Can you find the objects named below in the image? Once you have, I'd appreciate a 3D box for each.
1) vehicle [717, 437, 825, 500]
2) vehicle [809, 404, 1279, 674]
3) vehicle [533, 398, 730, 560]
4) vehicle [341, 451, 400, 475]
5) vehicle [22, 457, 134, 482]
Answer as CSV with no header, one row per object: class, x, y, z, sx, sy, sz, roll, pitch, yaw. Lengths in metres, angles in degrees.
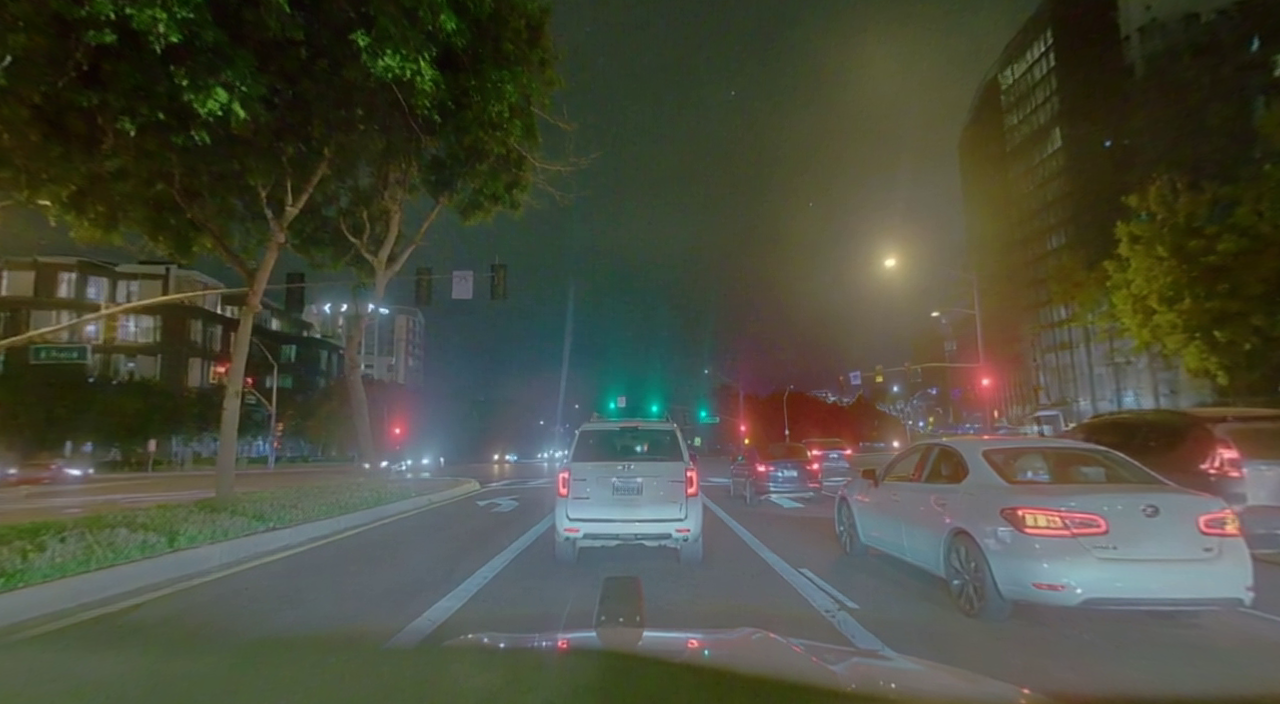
vehicle,3.505,3.195,17.742,2.004,1.523,4.263,0,-9,-2
vehicle,3.374,1.450,6.151,2.034,1.558,4.774,0,-9,-1
vehicle,-0.153,1.769,9.428,2.236,1.827,4.316,0,-9,-2
vehicle,-17.483,7.199,41.204,1.836,1.468,4.449,0,-9,0
vehicle,-35.102,7.364,39.605,4.845,1.442,1.880,2,-9,-13
